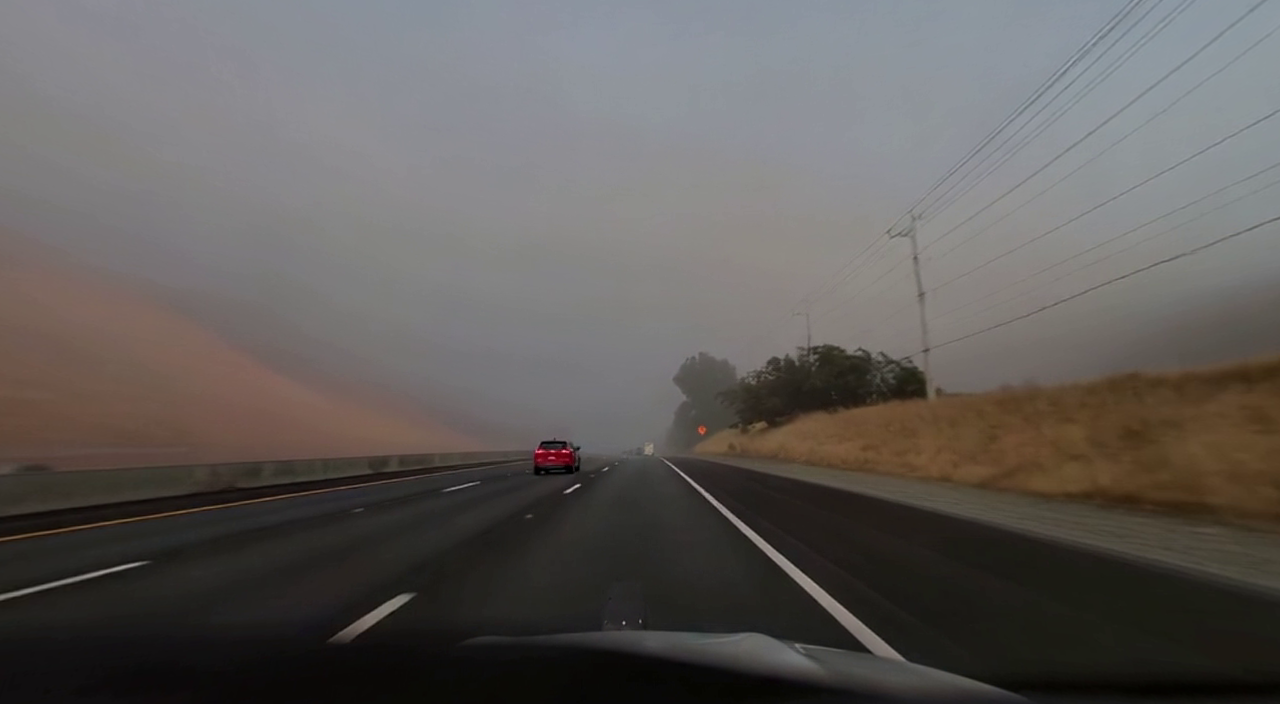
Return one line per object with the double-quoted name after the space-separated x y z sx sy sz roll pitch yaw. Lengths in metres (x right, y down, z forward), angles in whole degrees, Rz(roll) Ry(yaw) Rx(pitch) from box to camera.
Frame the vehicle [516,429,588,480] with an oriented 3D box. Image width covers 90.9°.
-3.448 4.099 25.548 2.136 1.845 4.515 0 -8 2 "vehicle"
